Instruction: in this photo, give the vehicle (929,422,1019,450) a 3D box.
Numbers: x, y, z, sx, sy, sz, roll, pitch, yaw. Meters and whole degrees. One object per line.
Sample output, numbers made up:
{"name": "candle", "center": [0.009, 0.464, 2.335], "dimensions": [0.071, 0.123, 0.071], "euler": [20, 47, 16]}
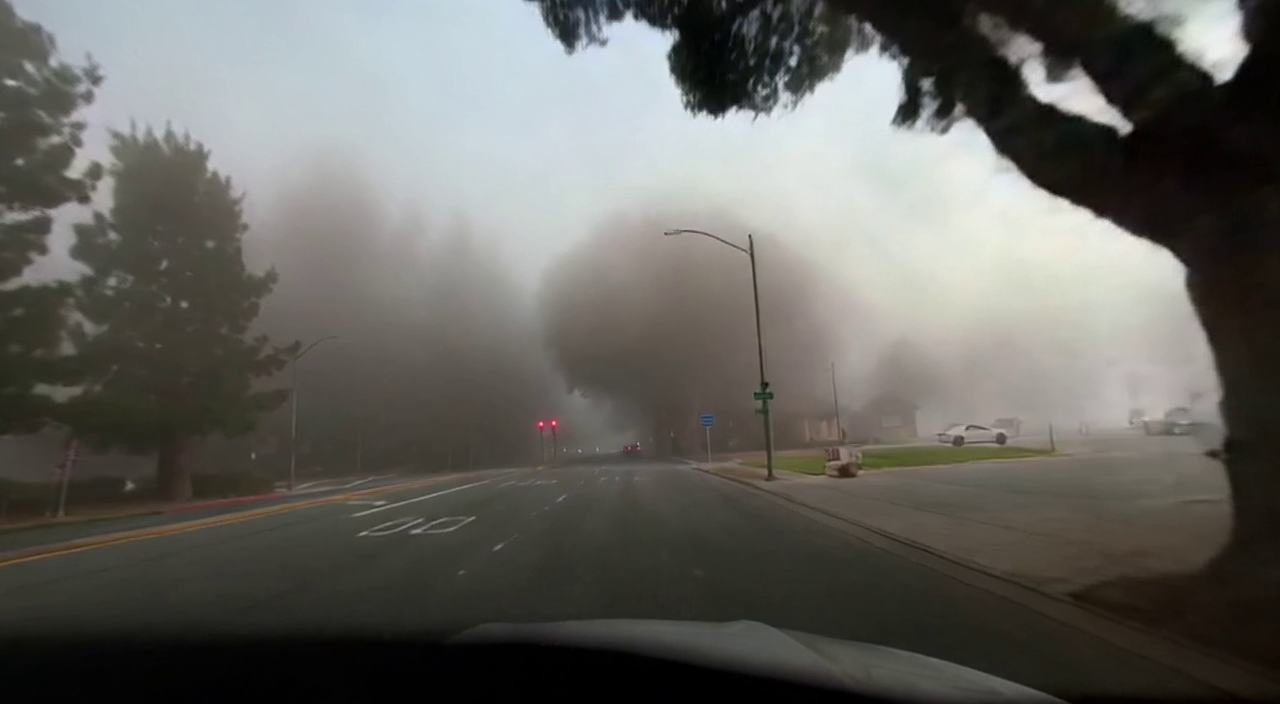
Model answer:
{"name": "vehicle", "center": [23.003, 5.806, 43.698], "dimensions": [4.902, 1.519, 2.182], "euler": [-5, -8, -1]}
